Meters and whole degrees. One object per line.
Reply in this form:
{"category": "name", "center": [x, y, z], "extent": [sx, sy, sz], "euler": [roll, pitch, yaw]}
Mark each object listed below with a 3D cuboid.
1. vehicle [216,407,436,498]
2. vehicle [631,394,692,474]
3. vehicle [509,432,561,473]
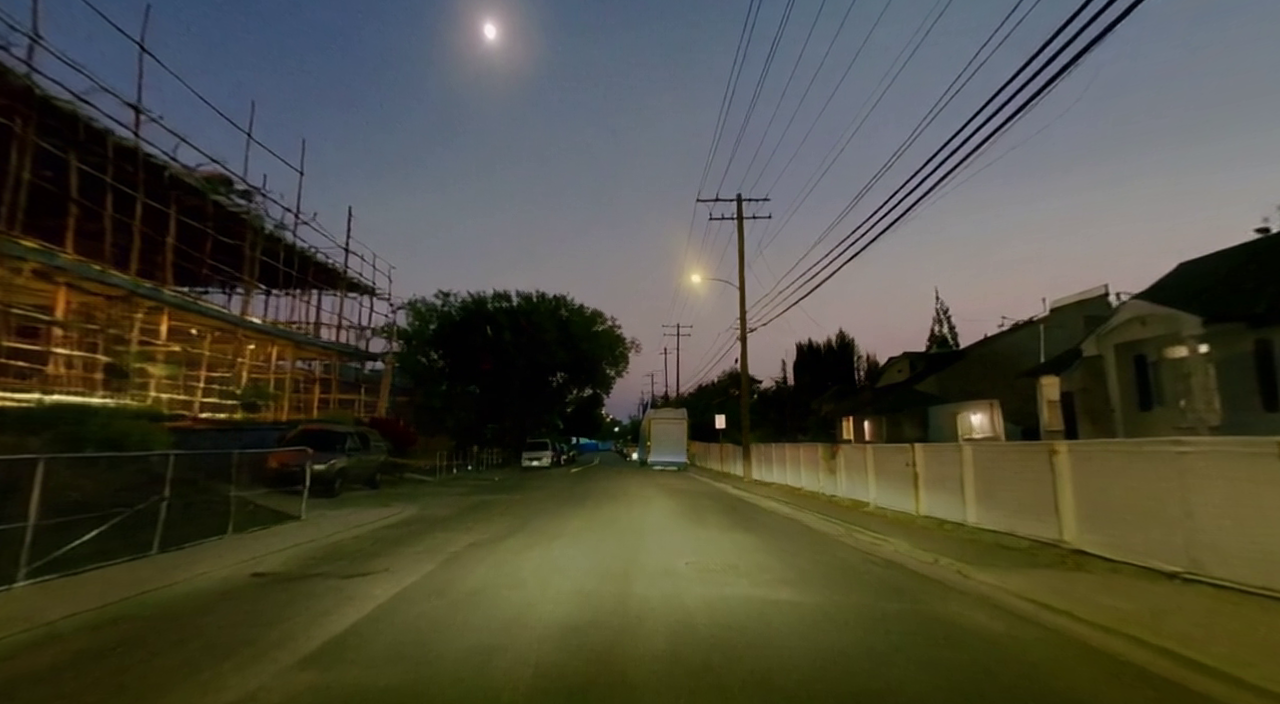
{"category": "vehicle", "center": [-7.575, 2.547, 16.142], "extent": [2.238, 1.895, 5.648], "euler": [-1, -9, 6]}
{"category": "vehicle", "center": [1.133, 5.107, 36.993], "extent": [2.915, 3.793, 9.963], "euler": [3, -11, 1]}
{"category": "vehicle", "center": [-5.951, 5.693, 36.198], "extent": [2.171, 1.910, 4.789], "euler": [-1, -5, 1]}
